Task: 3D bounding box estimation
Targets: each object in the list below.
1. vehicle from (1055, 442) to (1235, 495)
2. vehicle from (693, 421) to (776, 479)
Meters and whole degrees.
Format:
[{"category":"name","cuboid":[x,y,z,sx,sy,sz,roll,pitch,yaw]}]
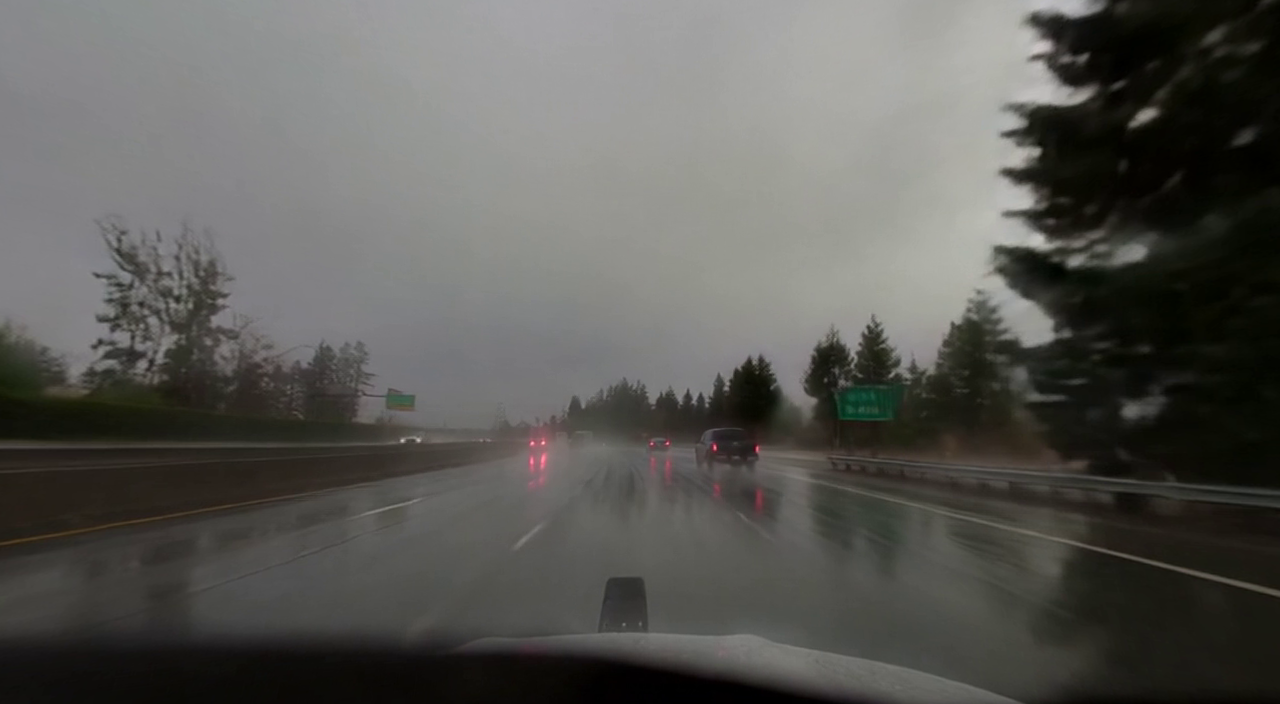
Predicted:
[{"category":"vehicle","cuboid":[17.187,3.949,21.876,2.033,1.580,4.752,1,-8,-6]},{"category":"vehicle","cuboid":[3.149,3.403,21.967,2.043,1.795,4.347,0,-8,-3]}]
